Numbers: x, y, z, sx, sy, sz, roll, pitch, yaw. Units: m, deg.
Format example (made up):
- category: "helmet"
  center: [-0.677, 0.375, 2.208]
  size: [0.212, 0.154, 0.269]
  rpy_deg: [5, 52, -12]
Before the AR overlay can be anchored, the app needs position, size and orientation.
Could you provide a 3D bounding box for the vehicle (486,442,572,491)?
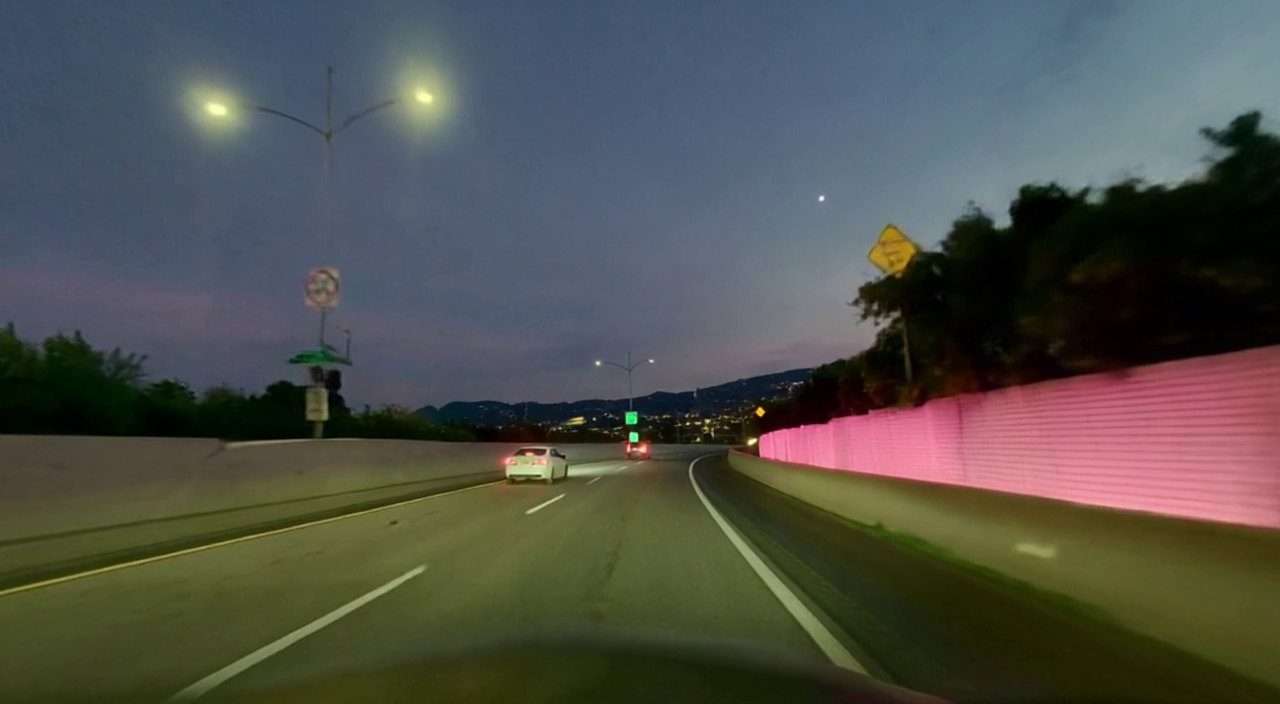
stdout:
- category: "vehicle"
  center: [-3.480, 3.675, 20.577]
  size: [1.746, 1.405, 4.339]
  rpy_deg: [-1, -9, 4]
